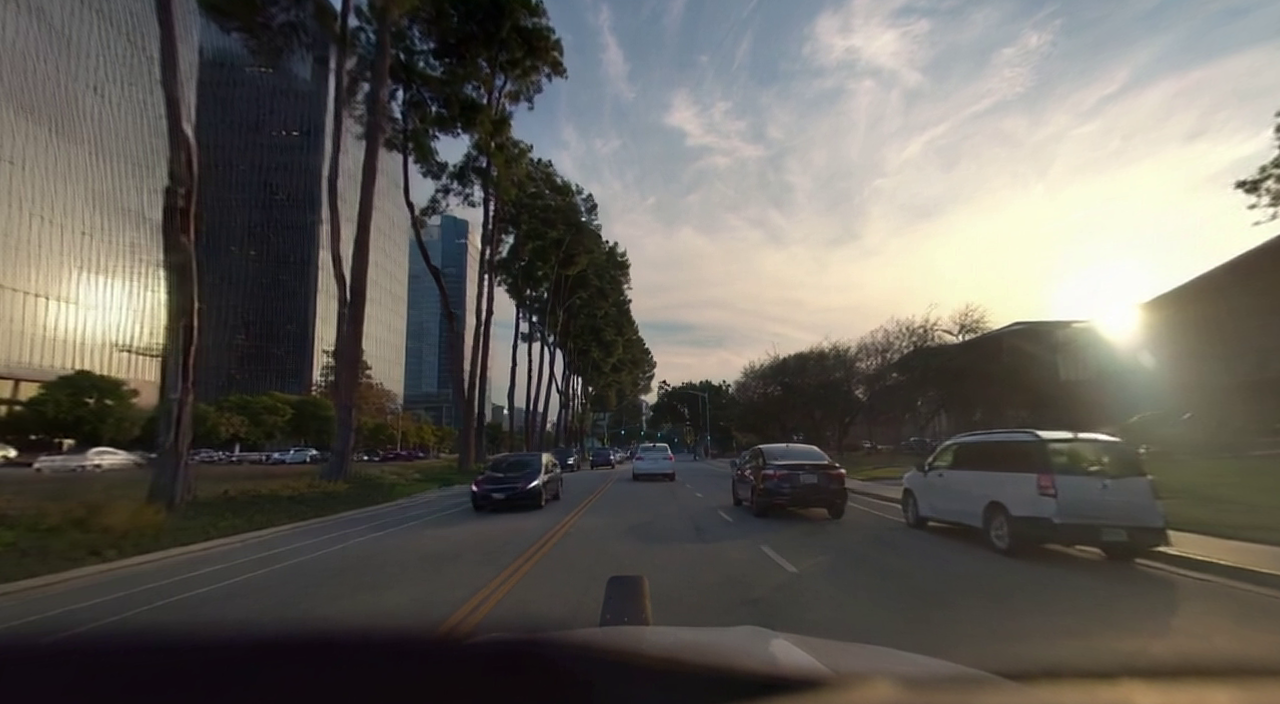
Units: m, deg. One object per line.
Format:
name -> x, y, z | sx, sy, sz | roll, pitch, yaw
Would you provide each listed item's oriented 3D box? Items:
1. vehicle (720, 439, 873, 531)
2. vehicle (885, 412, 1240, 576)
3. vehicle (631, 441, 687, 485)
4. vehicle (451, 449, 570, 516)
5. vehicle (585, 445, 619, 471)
vehicle -> 2.938, 2.578, 12.862 | 1.991, 1.536, 4.116 | 0, -9, -1
vehicle -> 5.661, 1.942, 9.454 | 2.059, 1.813, 4.637 | 0, -9, 0
vehicle -> 0.741, 4.498, 25.890 | 2.105, 1.653, 3.887 | 0, -9, 1
vehicle -> -3.017, 3.144, 15.720 | 1.997, 1.415, 4.195 | 0, -9, 1
vehicle -> -2.596, 7.365, 44.174 | 2.065, 1.708, 4.311 | 0, -9, 1
